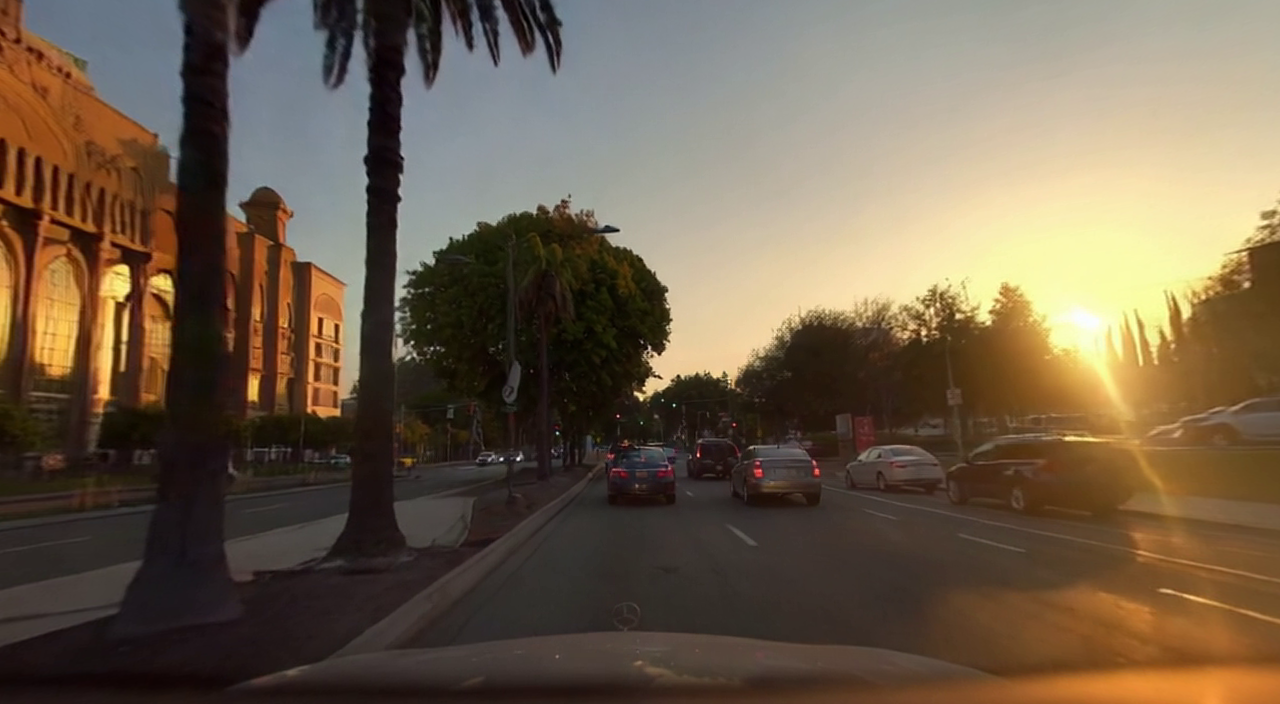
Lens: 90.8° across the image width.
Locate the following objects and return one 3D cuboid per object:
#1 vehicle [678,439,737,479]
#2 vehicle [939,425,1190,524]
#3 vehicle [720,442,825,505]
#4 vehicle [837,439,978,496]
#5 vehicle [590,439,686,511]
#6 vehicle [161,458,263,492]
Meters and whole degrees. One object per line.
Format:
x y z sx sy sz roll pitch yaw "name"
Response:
3.408 5.572 33.511 2.127 1.854 7.971 0 -8 -1 "vehicle"
8.552 2.488 13.453 1.994 1.715 4.777 0 -8 0 "vehicle"
3.396 3.184 17.051 1.833 1.465 4.258 0 -8 -1 "vehicle"
8.182 3.544 19.966 1.970 1.559 4.911 0 -8 -5 "vehicle"
-0.088 2.898 15.421 2.050 1.521 3.747 0 -8 -1 "vehicle"
-21.012 6.020 31.310 1.856 1.429 4.672 0 -8 -1 "vehicle"
